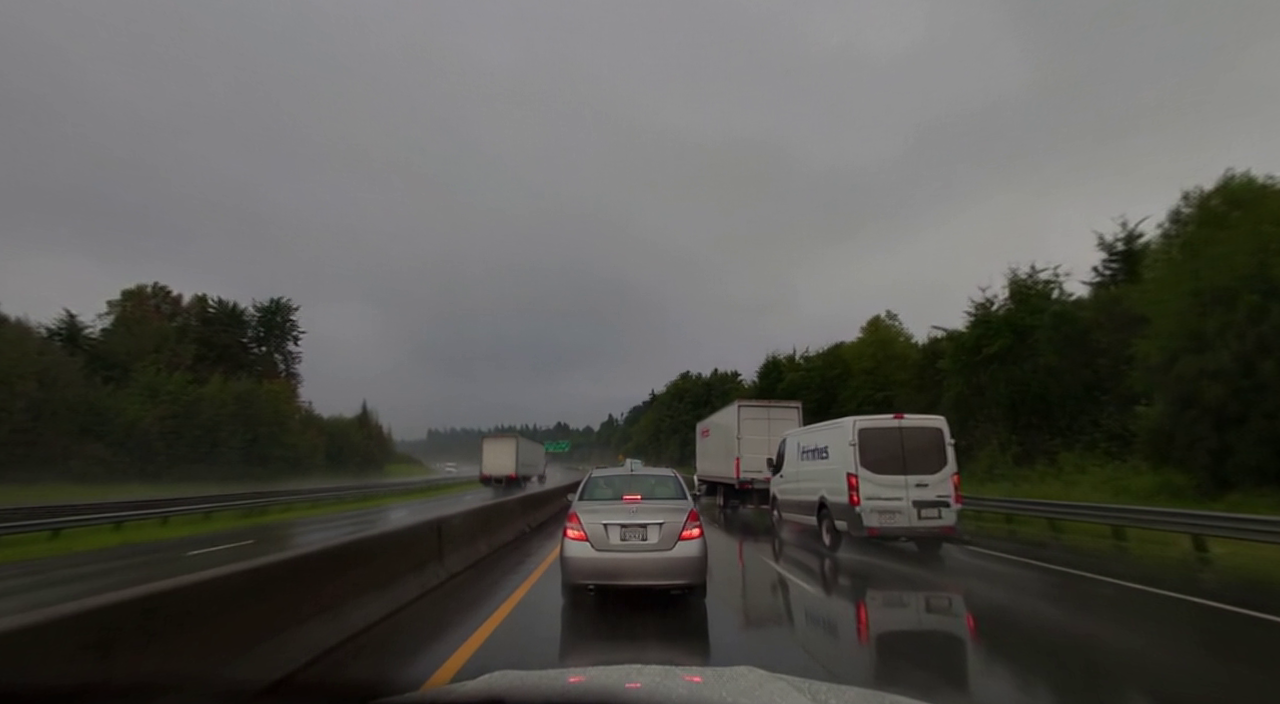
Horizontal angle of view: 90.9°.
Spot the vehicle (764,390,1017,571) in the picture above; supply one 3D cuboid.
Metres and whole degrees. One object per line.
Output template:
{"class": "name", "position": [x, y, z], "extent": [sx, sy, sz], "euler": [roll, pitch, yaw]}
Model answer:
{"class": "vehicle", "position": [4.080, 2.314, 11.689], "extent": [2.328, 2.537, 5.290], "euler": [1, -11, -2]}

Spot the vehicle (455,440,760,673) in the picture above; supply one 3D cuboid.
{"class": "vehicle", "position": [-0.248, 1.668, 5.906], "extent": [1.980, 1.493, 3.410], "euler": [1, -11, -2]}
